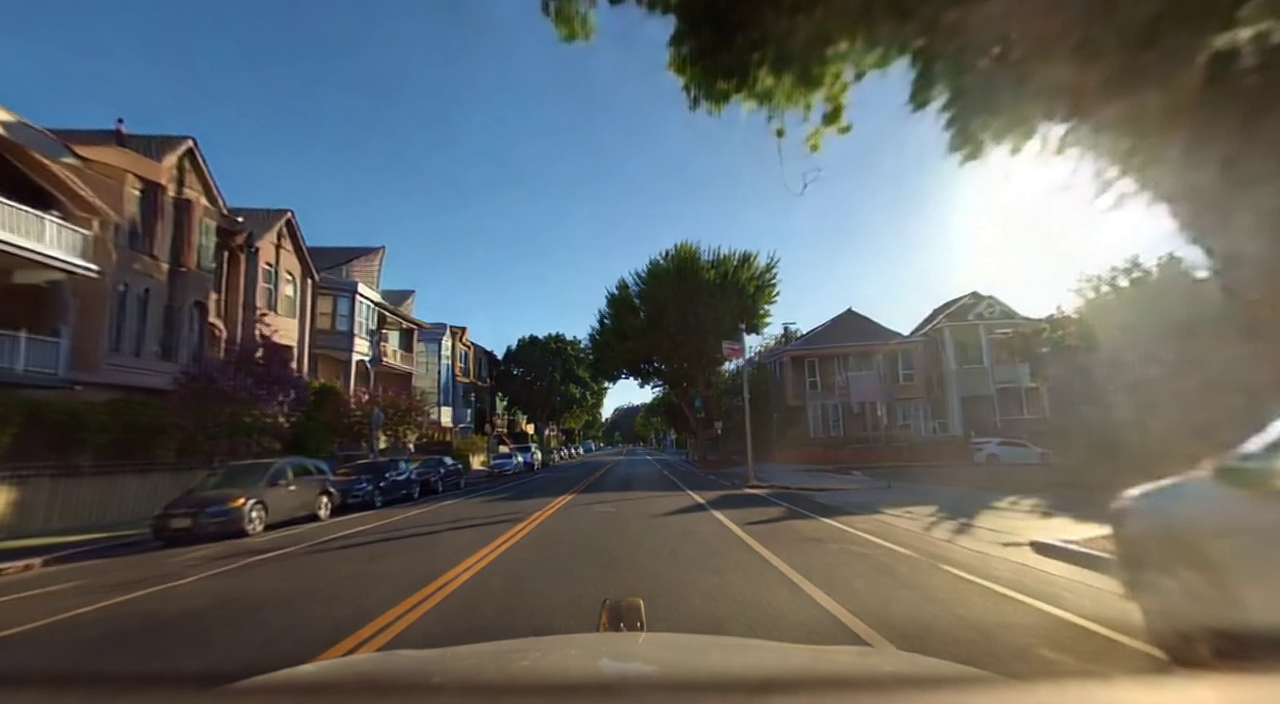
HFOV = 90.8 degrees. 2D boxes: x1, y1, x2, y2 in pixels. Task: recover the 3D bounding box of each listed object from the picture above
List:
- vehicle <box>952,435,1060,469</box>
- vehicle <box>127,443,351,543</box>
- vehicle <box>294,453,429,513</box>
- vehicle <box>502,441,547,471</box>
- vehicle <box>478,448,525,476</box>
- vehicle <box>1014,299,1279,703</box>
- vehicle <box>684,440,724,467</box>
[{"bbox_3d":[20.062,5.501,34.779,4.568,1.727,2.199,0,-9,-2],"label":"vehicle"},{"bbox_3d":[-8.080,2.836,13.359,1.919,1.698,4.328,-1,-9,-1],"label":"vehicle"},{"bbox_3d":[-8.077,3.799,18.885,1.970,1.480,4.616,-1,-9,-1],"label":"vehicle"},{"bbox_3d":[-7.930,7.199,43.698,2.283,1.853,4.903,-1,-9,-1],"label":"vehicle"},{"bbox_3d":[-8.181,6.518,37.728,1.967,1.517,4.360,0,-9,-2],"label":"vehicle"},{"bbox_3d":[4.327,0.671,2.340,2.393,2.075,5.683,0,-9,0],"label":"vehicle"},{"bbox_3d":[4.218,6.795,42.273,2.034,1.674,4.271,0,-9,-3],"label":"vehicle"}]
